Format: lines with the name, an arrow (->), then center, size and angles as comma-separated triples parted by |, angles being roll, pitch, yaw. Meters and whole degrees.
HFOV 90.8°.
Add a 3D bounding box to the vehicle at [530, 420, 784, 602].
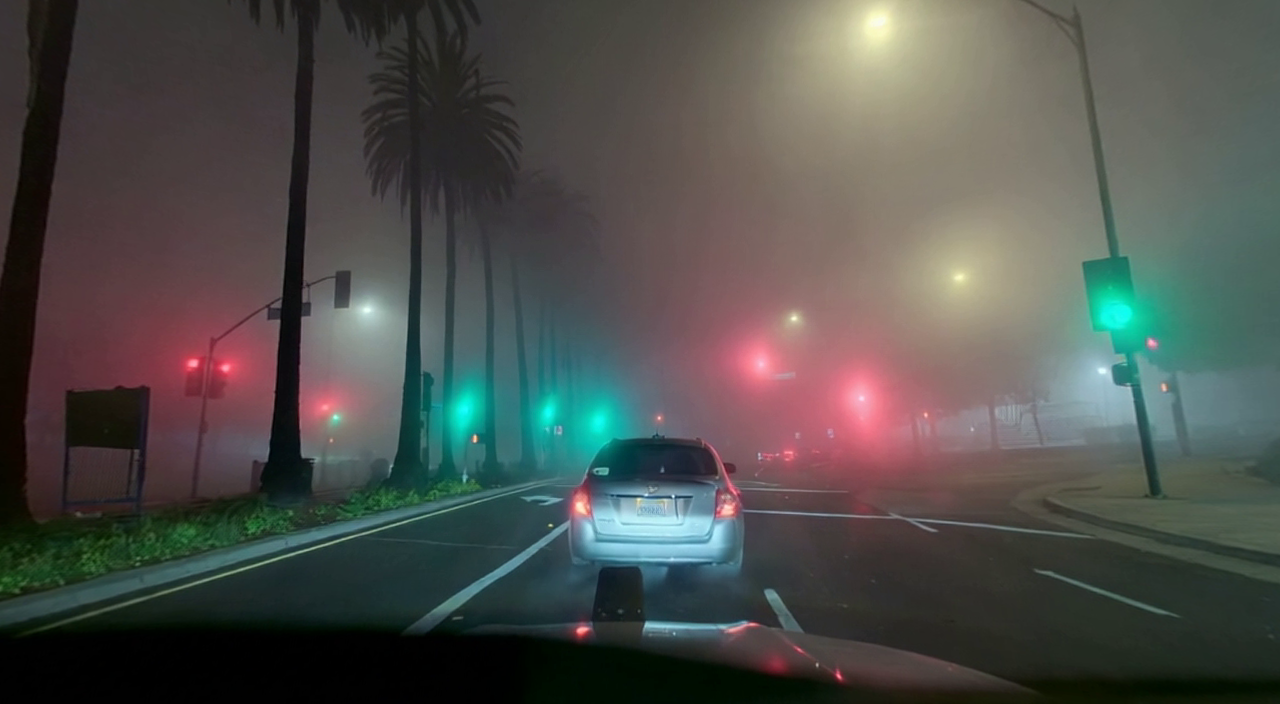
vehicle -> 0.160, 1.631, 7.338 | 2.096, 1.492, 4.071 | 0, -9, 1
